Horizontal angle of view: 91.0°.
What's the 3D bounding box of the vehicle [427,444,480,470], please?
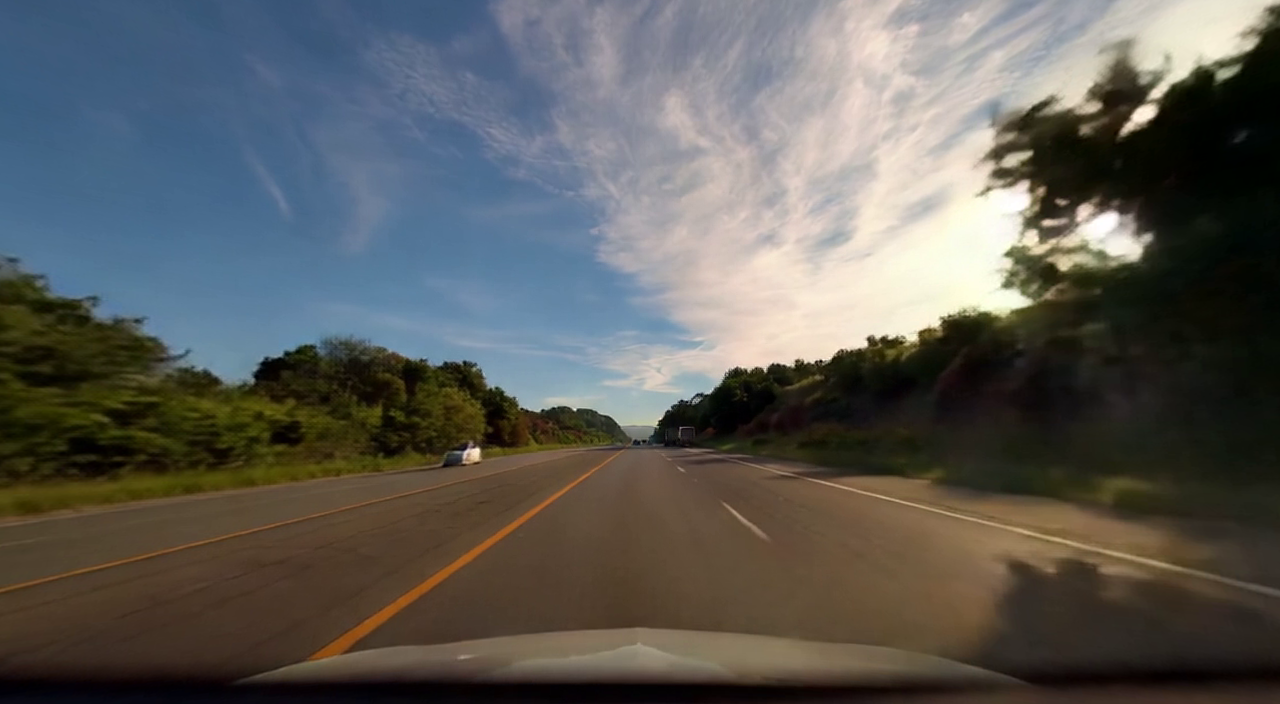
[{"bbox_3d":[-11.466,6.458,38.923,1.874,1.495,4.409,0,-8,1],"label":"vehicle"}]
